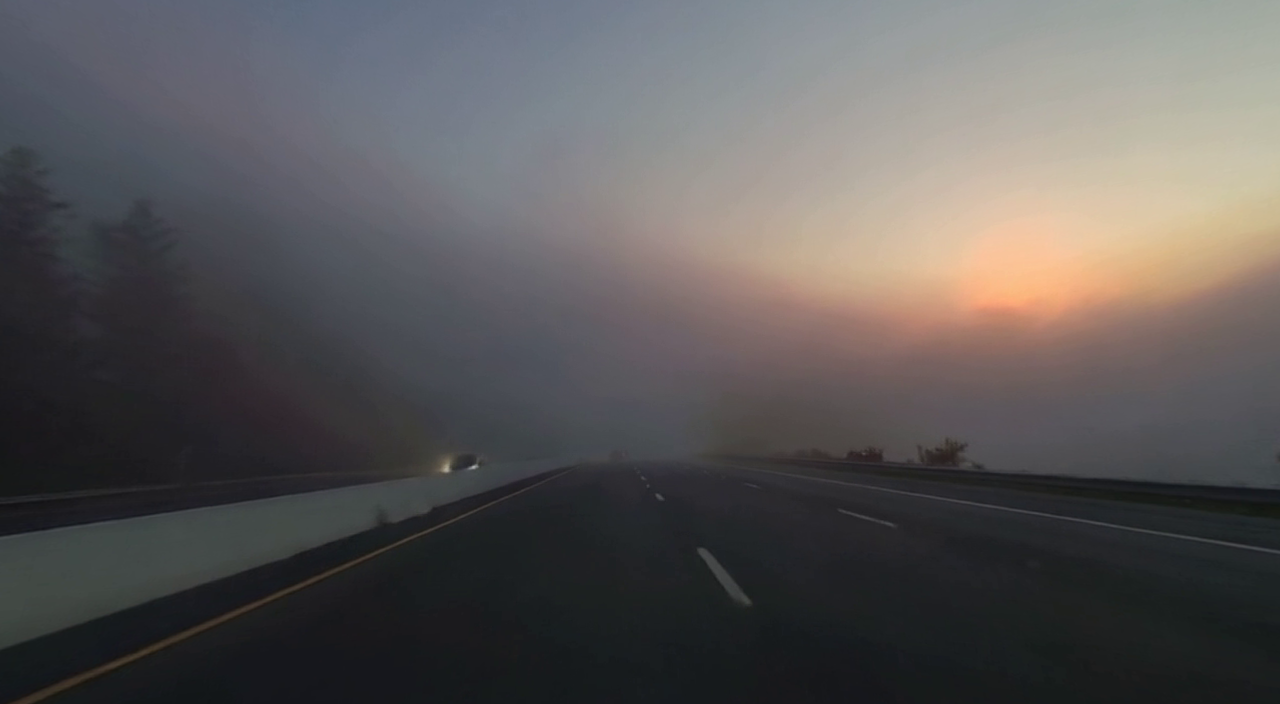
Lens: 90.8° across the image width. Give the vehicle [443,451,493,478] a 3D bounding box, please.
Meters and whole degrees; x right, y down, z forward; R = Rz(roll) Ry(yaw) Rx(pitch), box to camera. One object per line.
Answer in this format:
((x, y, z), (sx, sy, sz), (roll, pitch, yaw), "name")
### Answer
((-10.459, 6.846, 38.611), (1.943, 1.477, 4.489), (0, -9, -2), "vehicle")
